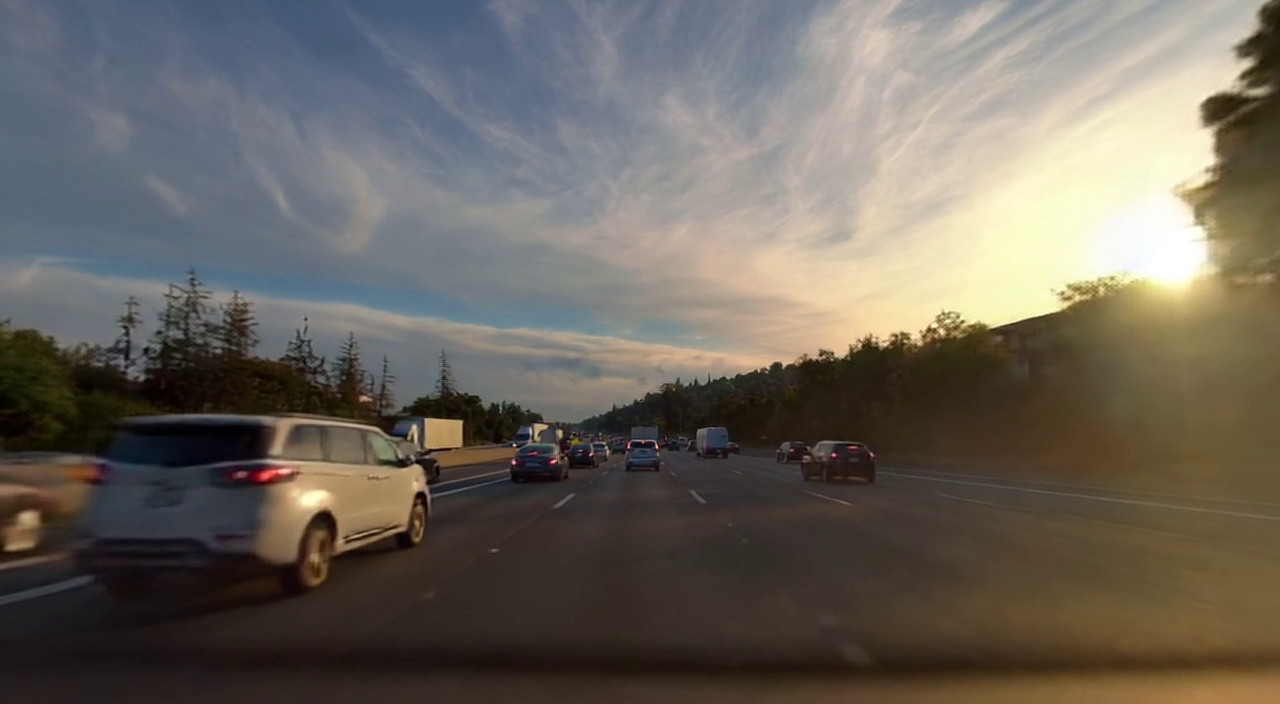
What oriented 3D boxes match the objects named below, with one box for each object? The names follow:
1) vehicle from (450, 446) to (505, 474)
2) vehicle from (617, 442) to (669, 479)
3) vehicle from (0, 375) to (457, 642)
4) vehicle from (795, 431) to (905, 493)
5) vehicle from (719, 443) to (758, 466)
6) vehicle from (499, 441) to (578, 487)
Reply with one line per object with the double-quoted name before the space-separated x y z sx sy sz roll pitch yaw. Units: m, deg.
"vehicle" -8.936 5.949 34.917 1.827 1.472 3.962 -1 -9 3
"vehicle" 0.123 4.639 27.170 2.053 1.461 3.941 0 -9 0
"vehicle" -3.570 1.357 6.419 2.012 1.734 4.510 0 -9 0
"vehicle" 6.550 3.477 20.222 1.992 1.745 4.329 0 -9 -1
"vehicle" 6.544 6.822 42.023 1.895 1.488 4.254 0 -9 0
"vehicle" -3.472 3.940 22.417 2.025 1.449 4.190 0 -9 1
